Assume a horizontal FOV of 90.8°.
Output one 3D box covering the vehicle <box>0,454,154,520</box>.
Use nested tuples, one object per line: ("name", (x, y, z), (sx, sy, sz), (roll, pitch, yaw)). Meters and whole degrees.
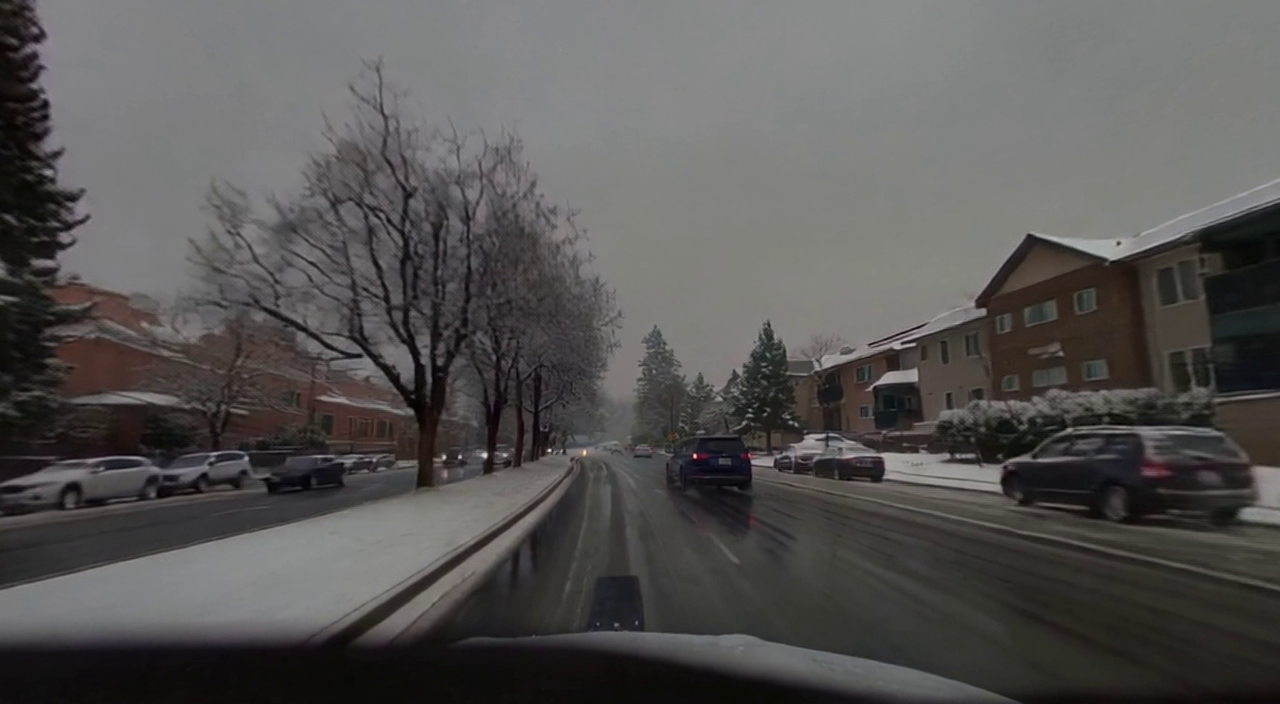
("vehicle", (-18.067, 4.145, 19.970), (1.871, 1.712, 4.710), (0, -8, -4))

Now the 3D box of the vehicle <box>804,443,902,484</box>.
("vehicle", (8.598, 4.514, 26.077), (1.936, 1.485, 5.111), (0, -8, -4))

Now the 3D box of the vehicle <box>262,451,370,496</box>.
("vehicle", (-12.176, 4.536, 24.102), (1.895, 1.458, 4.512), (0, -8, -3))

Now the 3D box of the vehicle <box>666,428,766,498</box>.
("vehicle", (2.065, 3.198, 18.674), (2.085, 1.763, 4.490), (0, -8, -4))

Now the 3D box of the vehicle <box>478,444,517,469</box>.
("vehicle", (-10.279, 7.546, 45.857), (2.033, 1.685, 4.420), (0, -8, -4))

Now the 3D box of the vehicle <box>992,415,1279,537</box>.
("vehicle", (9.391, 2.264, 12.256), (2.052, 1.853, 4.886), (0, -8, -3))

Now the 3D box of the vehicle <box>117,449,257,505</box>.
("vehicle", (-18.227, 4.992, 25.839), (2.182, 1.840, 5.105), (-2, -7, -3))
